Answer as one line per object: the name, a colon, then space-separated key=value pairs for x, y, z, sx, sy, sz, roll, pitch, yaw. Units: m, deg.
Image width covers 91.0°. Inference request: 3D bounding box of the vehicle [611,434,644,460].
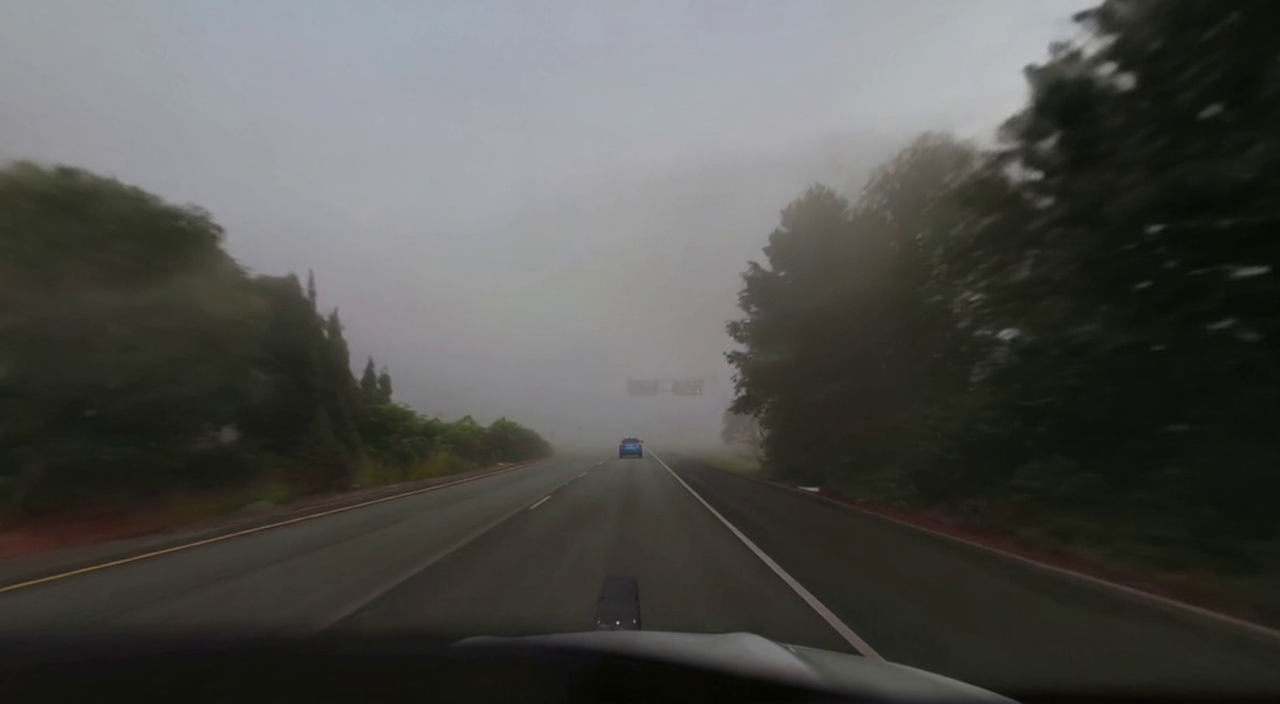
vehicle: x=-0.858 y=6.641 z=44.250 sx=2.180 sy=1.717 sz=4.139 roll=0 pitch=-8 yaw=-1
